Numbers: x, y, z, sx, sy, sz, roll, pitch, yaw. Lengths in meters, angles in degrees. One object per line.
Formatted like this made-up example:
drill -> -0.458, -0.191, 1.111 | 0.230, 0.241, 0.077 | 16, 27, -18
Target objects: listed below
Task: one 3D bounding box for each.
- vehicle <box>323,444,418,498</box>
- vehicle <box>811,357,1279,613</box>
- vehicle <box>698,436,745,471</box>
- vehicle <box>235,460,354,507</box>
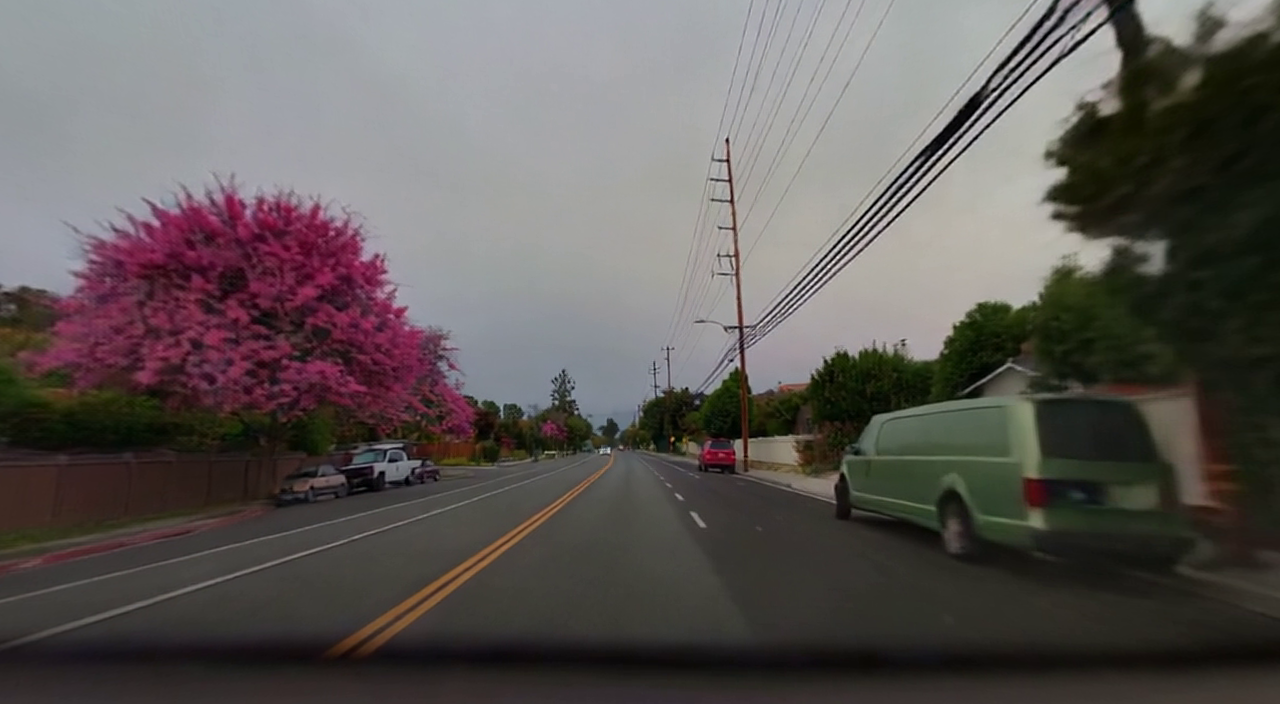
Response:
vehicle -> -13.316, 5.855, 31.738 | 2.331, 2.265, 5.888 | -2, -8, -1
vehicle -> 4.626, 1.698, 9.152 | 2.578, 2.248, 7.011 | -1, -9, 2
vehicle -> 4.985, 6.341, 39.539 | 2.238, 1.995, 5.491 | 0, -9, 0
vehicle -> -13.416, 5.094, 24.932 | 2.041, 1.573, 4.575 | 0, -9, 1
